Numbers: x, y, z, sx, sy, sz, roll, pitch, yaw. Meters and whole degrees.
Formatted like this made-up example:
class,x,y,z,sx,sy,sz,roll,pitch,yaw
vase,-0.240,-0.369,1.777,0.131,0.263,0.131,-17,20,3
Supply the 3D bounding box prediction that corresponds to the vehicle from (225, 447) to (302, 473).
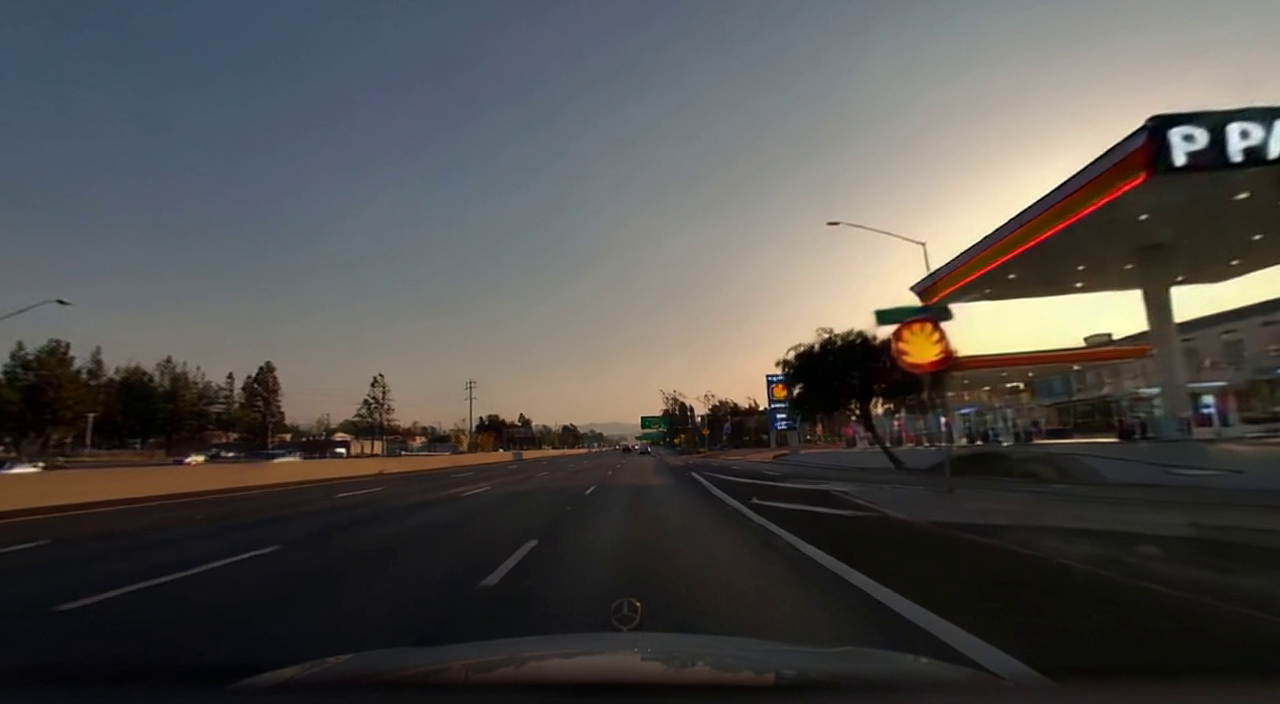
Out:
class,x,y,z,sx,sy,sz,roll,pitch,yaw
vehicle,-23.190,6.644,39.016,1.885,1.521,4.464,0,-8,2
